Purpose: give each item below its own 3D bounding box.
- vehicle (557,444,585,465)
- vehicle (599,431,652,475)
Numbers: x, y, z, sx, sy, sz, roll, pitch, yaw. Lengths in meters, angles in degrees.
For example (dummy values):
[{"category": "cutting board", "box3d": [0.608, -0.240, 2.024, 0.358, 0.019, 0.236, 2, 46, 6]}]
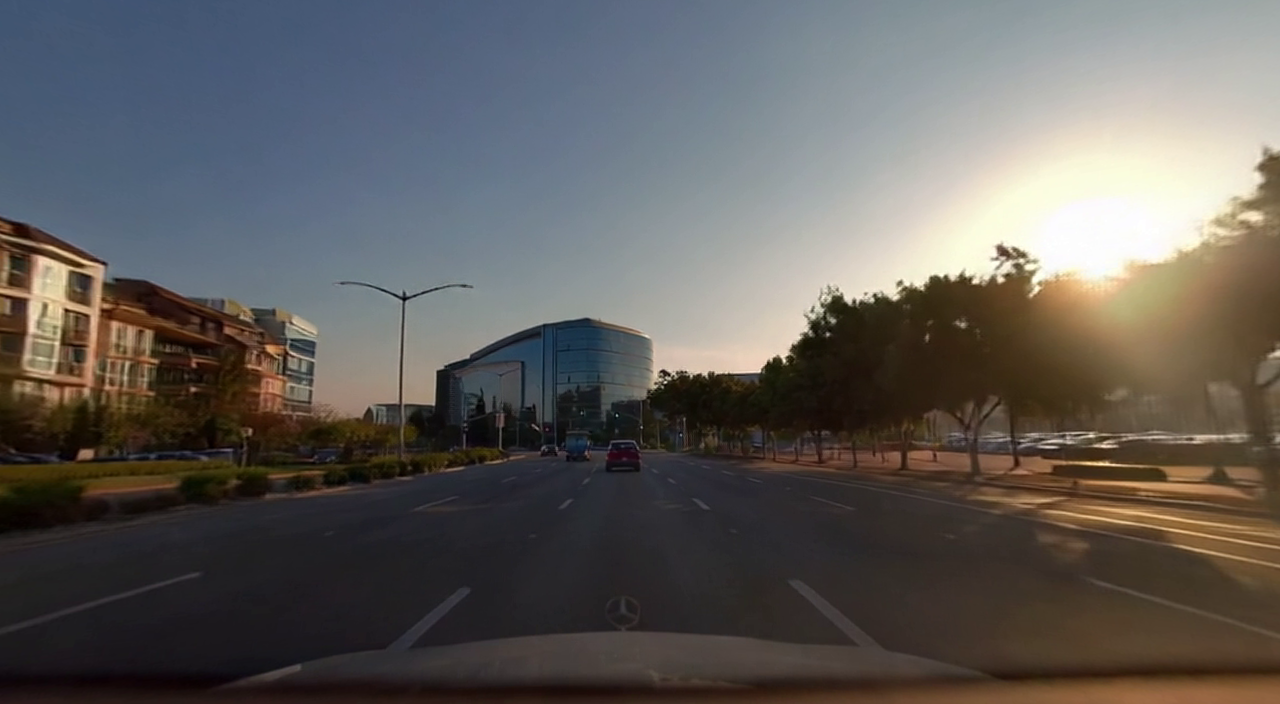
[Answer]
[{"category": "vehicle", "box3d": [-5.015, 7.457, 46.258, 1.904, 1.460, 4.300, 0, -9, -4]}, {"category": "vehicle", "box3d": [-0.732, 4.724, 29.631, 2.260, 1.872, 4.578, 0, -9, -3]}]
